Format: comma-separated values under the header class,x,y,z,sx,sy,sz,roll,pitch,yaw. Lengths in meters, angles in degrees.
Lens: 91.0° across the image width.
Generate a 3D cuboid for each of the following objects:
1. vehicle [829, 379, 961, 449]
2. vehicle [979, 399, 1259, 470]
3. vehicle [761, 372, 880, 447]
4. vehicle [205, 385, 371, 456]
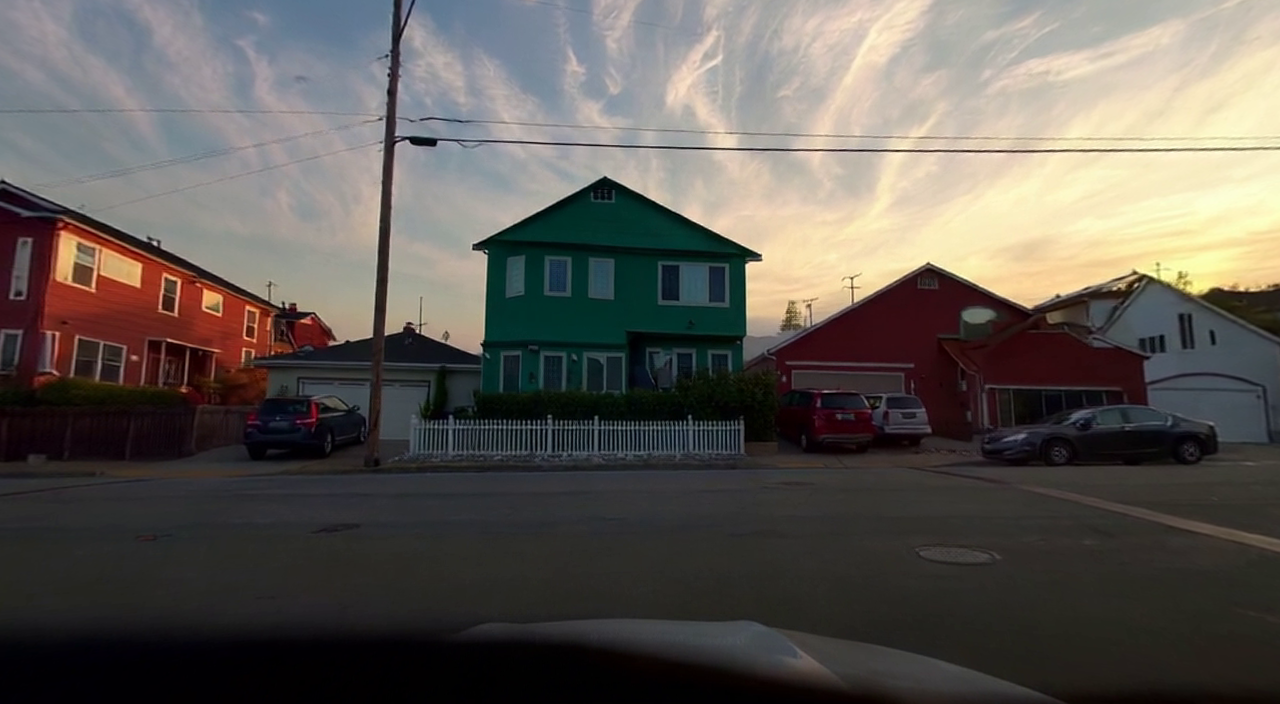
class,x,y,z,sx,sy,sz,roll,pitch,yaw
vehicle,7.186,1.895,18.278,2.053,1.756,4.034,0,-9,-1
vehicle,10.576,1.874,14.233,4.644,1.482,1.997,0,-8,1
vehicle,5.002,1.753,18.180,2.081,1.891,4.367,0,-8,-1
vehicle,-9.826,2.056,18.154,2.091,1.760,4.760,0,-8,-1
